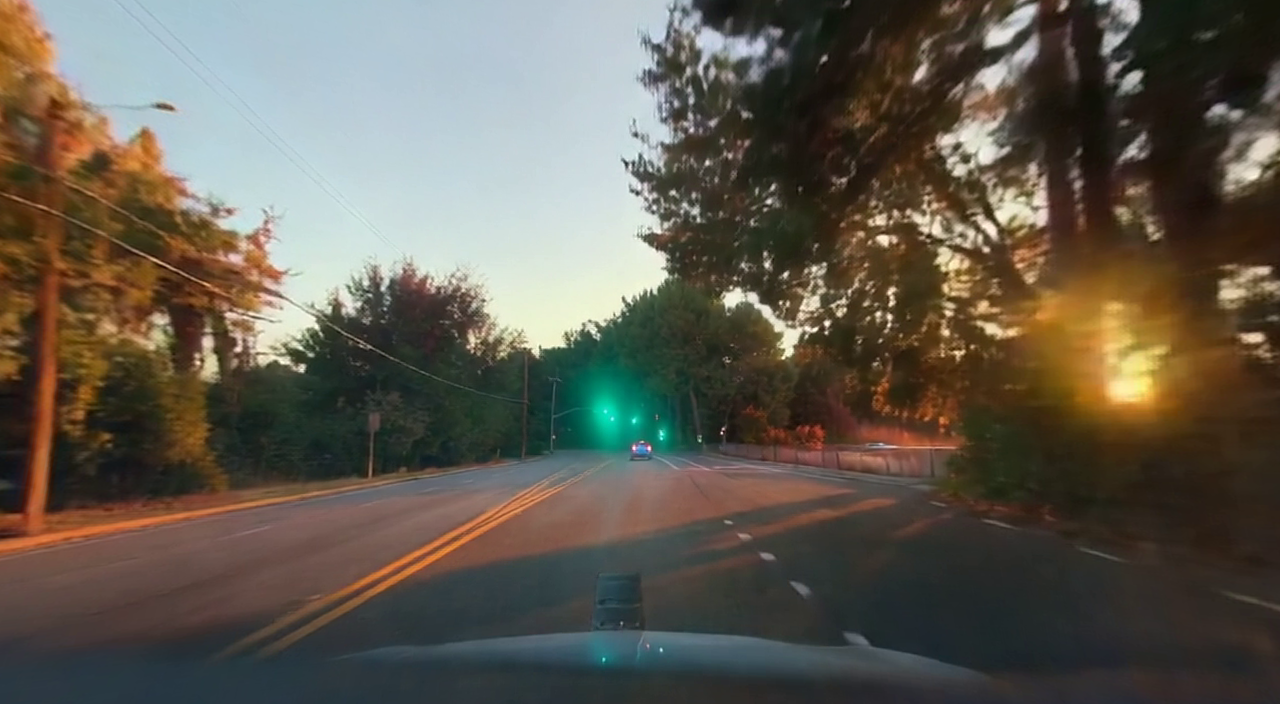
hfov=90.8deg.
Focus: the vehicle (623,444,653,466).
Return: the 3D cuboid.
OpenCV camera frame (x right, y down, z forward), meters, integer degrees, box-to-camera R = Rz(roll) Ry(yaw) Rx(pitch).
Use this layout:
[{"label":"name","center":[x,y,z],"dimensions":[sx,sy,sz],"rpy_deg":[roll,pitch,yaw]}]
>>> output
[{"label":"vehicle","center":[-0.113,7.282,44.669],"dimensions":[2.042,1.489,3.963],"rpy_deg":[0,-9,1]}]
